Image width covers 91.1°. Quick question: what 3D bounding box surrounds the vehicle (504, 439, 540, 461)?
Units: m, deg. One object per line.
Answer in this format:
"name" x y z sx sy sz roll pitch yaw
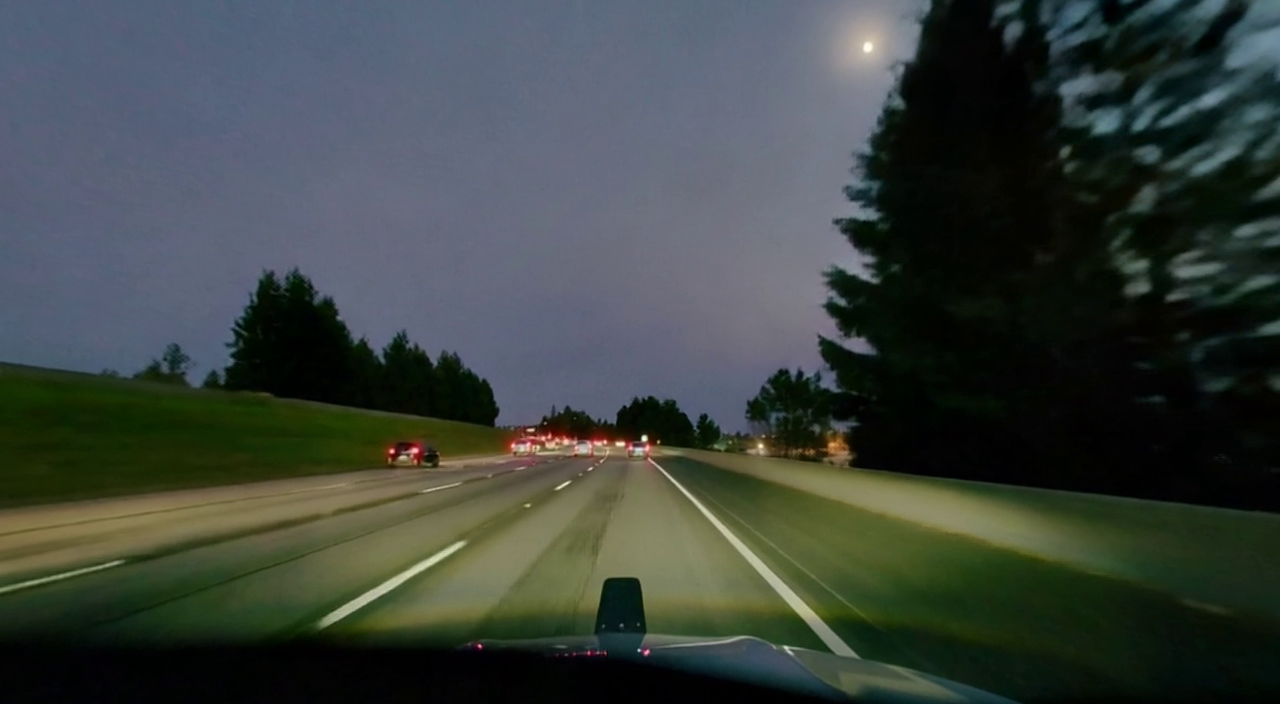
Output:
"vehicle" -9.064 7.576 48.676 2.015 1.651 4.432 0 -8 -1

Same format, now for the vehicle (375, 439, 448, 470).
"vehicle" -11.799 5.333 32.821 2.056 1.489 4.852 0 -8 0

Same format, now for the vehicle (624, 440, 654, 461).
"vehicle" -0.133 7.253 46.180 2.060 1.465 3.974 0 -8 -2
